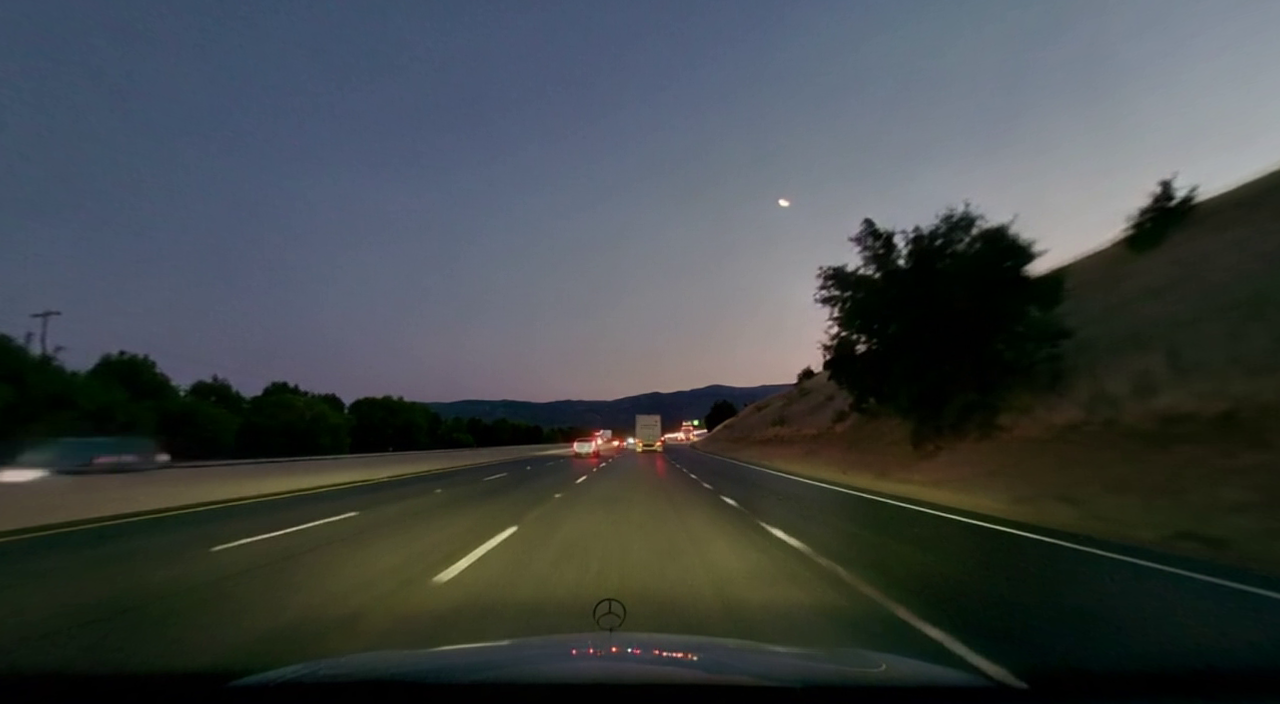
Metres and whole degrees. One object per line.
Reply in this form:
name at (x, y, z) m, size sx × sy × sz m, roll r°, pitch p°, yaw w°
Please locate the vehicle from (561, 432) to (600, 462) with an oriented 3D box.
vehicle at (-3.991, 6.518, 43.237) m, size 2.130 × 1.935 × 4.817 m, roll -1°, pitch -8°, yaw 1°
